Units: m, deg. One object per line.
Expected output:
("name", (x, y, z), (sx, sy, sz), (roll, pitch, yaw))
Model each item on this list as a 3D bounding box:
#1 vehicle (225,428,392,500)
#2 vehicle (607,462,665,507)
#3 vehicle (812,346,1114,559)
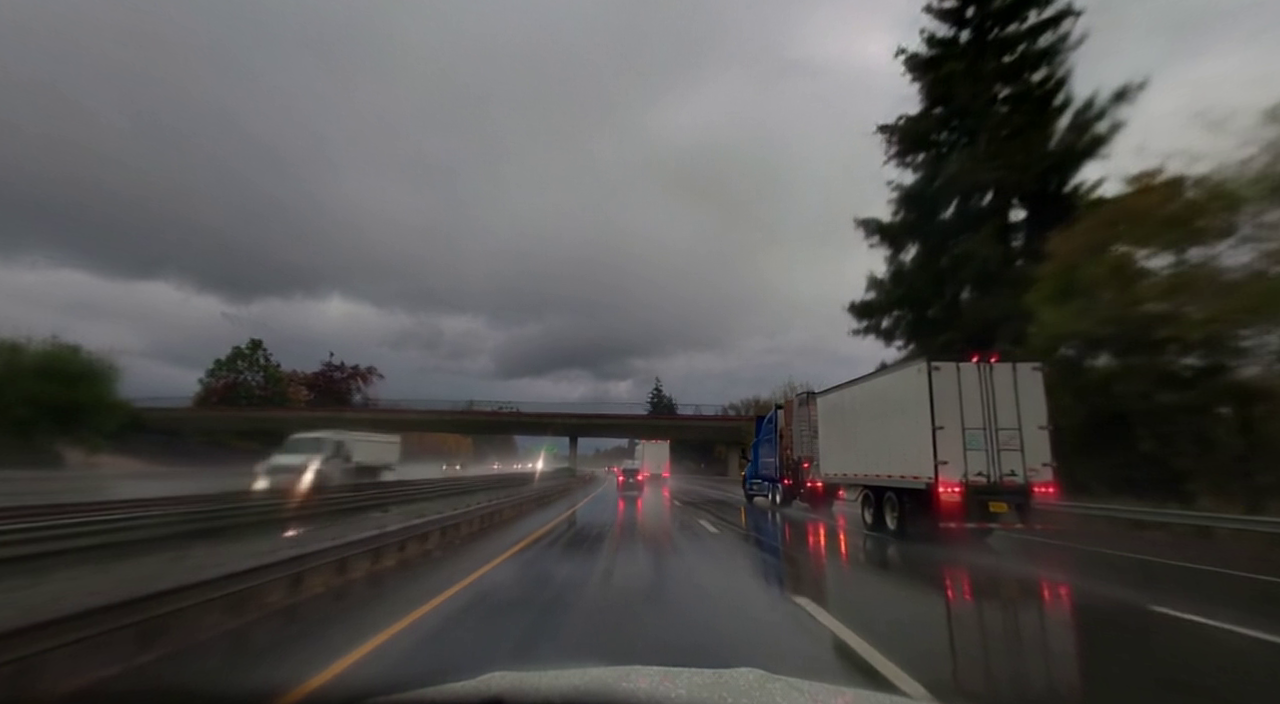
("vehicle", (-9.699, 3.425, 19.174), (1.997, 1.794, 5.701), (1, -11, 0))
("vehicle", (-0.166, 5.085, 24.374), (2.067, 1.552, 3.601), (1, -11, -1))
("vehicle", (6.736, 2.467, 15.160), (2.839, 3.684, 8.091), (1, -11, 0))
